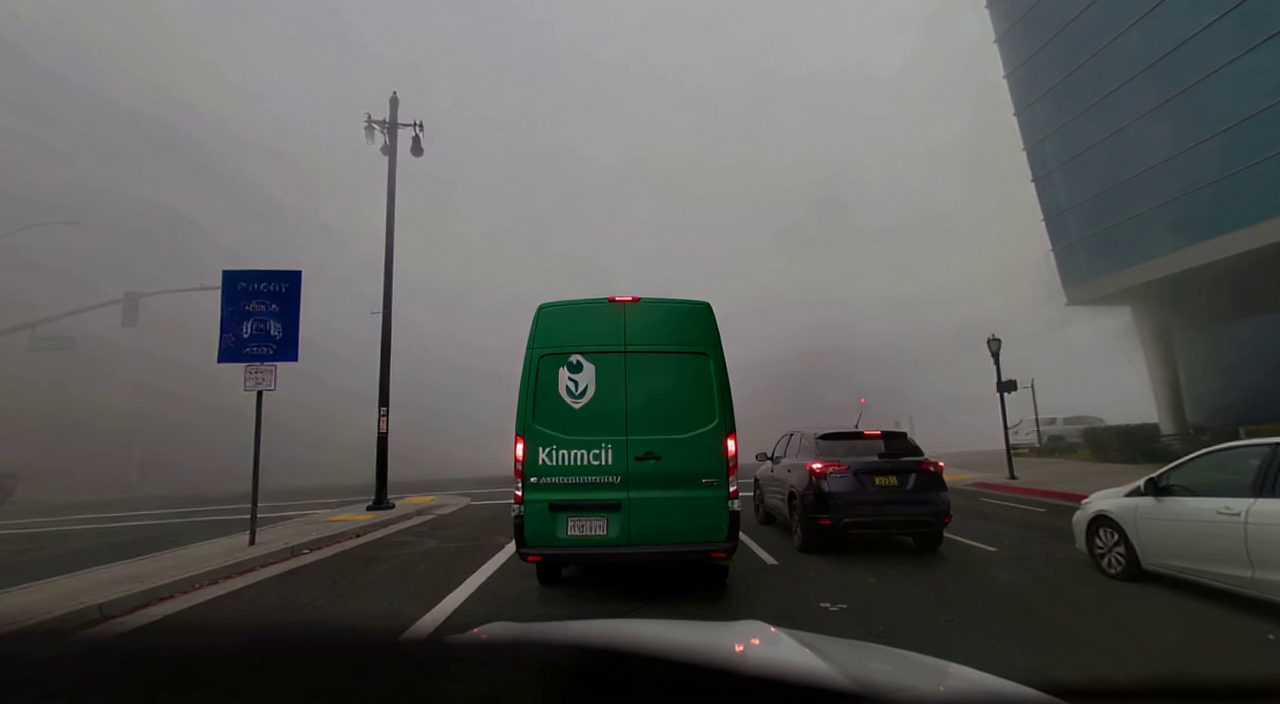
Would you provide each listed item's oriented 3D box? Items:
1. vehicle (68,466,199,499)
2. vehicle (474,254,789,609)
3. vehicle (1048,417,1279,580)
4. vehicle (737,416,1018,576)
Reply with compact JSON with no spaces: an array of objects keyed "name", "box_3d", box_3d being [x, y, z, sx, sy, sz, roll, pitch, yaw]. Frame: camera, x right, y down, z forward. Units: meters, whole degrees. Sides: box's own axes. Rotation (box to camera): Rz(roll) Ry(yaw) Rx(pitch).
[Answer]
[{"name":"vehicle","box_3d":[-26.206,6.752,32.880,4.888,1.481,1.873,2,-9,-16]},{"name":"vehicle","box_3d":[-0.030,1.165,9.080,2.613,3.035,7.342,0,-8,1]},{"name":"vehicle","box_3d":[7.530,1.587,7.013,1.963,1.669,4.678,3,-9,-20]},{"name":"vehicle","box_3d":[2.880,1.867,9.050,2.183,1.676,4.506,0,-8,-1]}]
